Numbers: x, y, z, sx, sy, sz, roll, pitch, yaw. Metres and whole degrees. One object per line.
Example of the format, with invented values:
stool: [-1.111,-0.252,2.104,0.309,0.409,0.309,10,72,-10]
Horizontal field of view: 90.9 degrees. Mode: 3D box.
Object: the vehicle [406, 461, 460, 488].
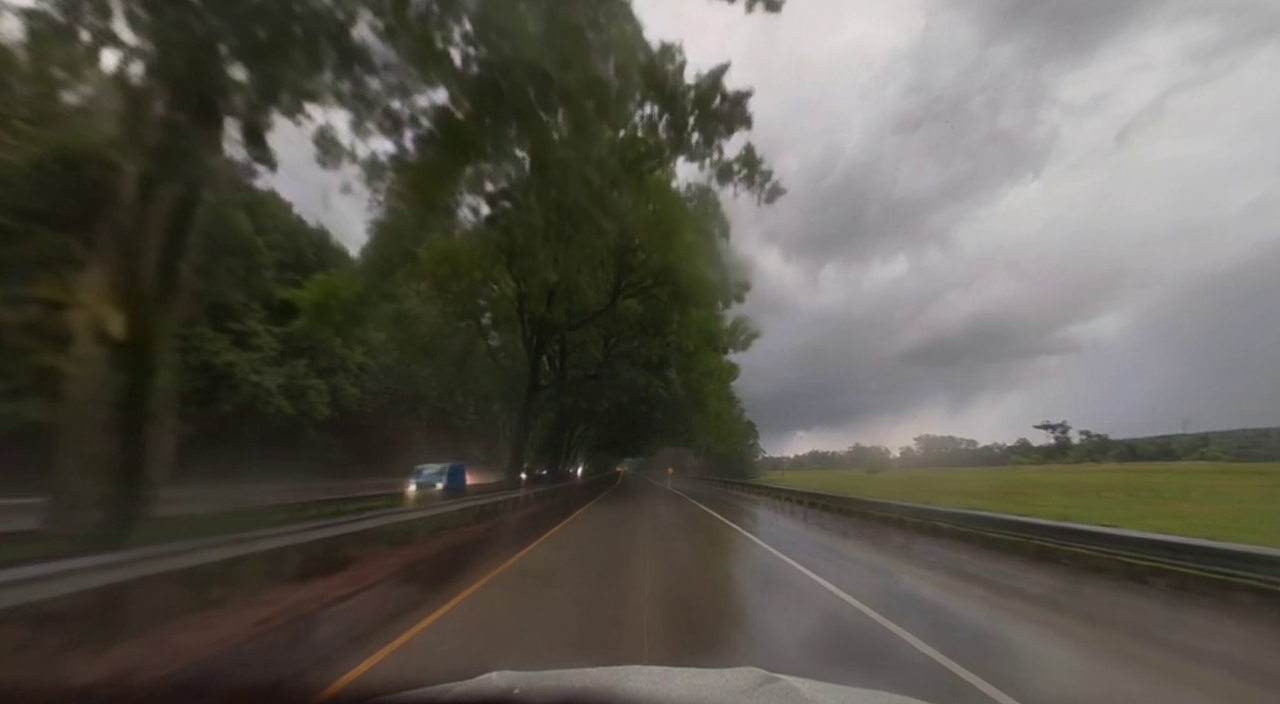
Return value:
vehicle: [-12.794,7.618,39.176,1.897,1.530,4.027,1,-10,0]
